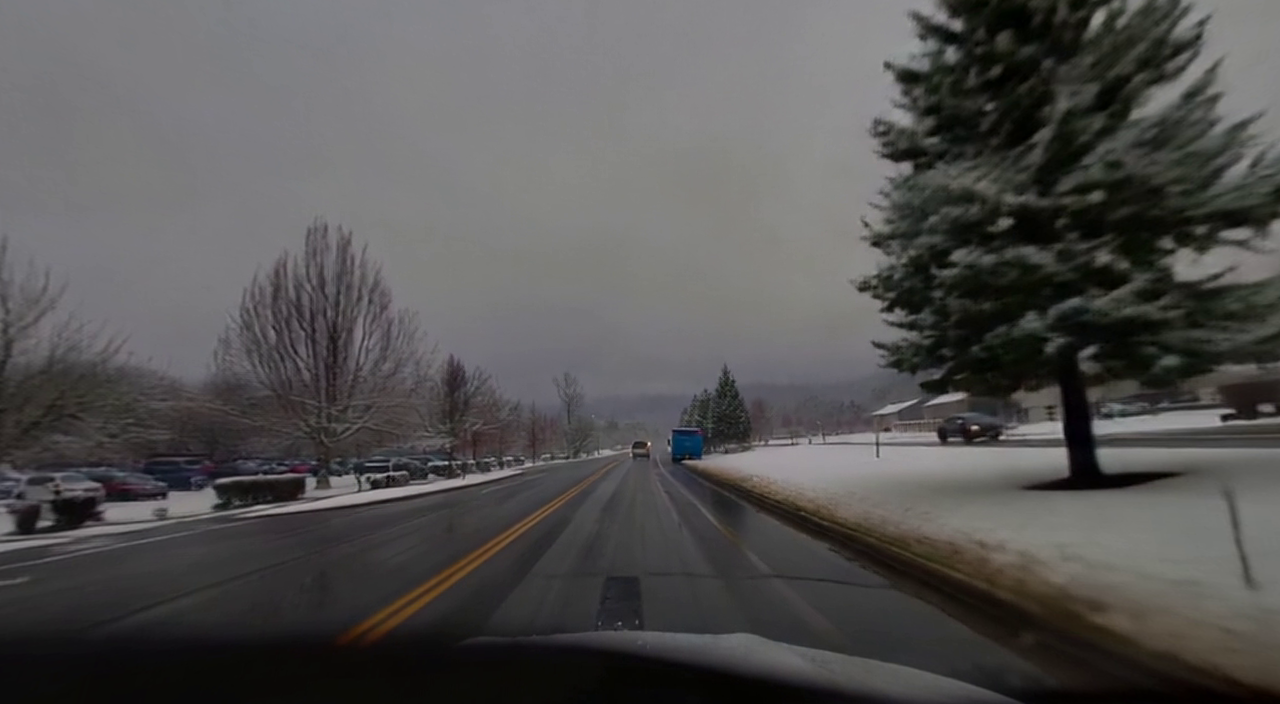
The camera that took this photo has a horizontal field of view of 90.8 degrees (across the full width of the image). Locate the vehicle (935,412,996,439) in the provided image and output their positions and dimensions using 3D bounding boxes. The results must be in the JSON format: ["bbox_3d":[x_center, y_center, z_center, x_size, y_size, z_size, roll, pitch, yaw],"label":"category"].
[{"bbox_3d":[21.443,4.914,41.817,1.871,1.582,4.500,0,-9,3],"label":"vehicle"}]

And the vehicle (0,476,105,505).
[{"bbox_3d":[-34.114,7.961,36.463,4.540,1.440,2.071,-1,-9,2],"label":"vehicle"}]

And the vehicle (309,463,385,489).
[{"bbox_3d":[-22.405,9.451,48.570,2.233,1.709,5.161,-3,-9,19],"label":"vehicle"}]

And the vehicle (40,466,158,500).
[{"bbox_3d":[-33.633,8.149,39.397,5.432,1.791,2.159,-3,-9,2],"label":"vehicle"}]

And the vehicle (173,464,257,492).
[{"bbox_3d":[-32.762,9.689,48.735,4.996,1.817,2.054,-3,-10,1],"label":"vehicle"}]
